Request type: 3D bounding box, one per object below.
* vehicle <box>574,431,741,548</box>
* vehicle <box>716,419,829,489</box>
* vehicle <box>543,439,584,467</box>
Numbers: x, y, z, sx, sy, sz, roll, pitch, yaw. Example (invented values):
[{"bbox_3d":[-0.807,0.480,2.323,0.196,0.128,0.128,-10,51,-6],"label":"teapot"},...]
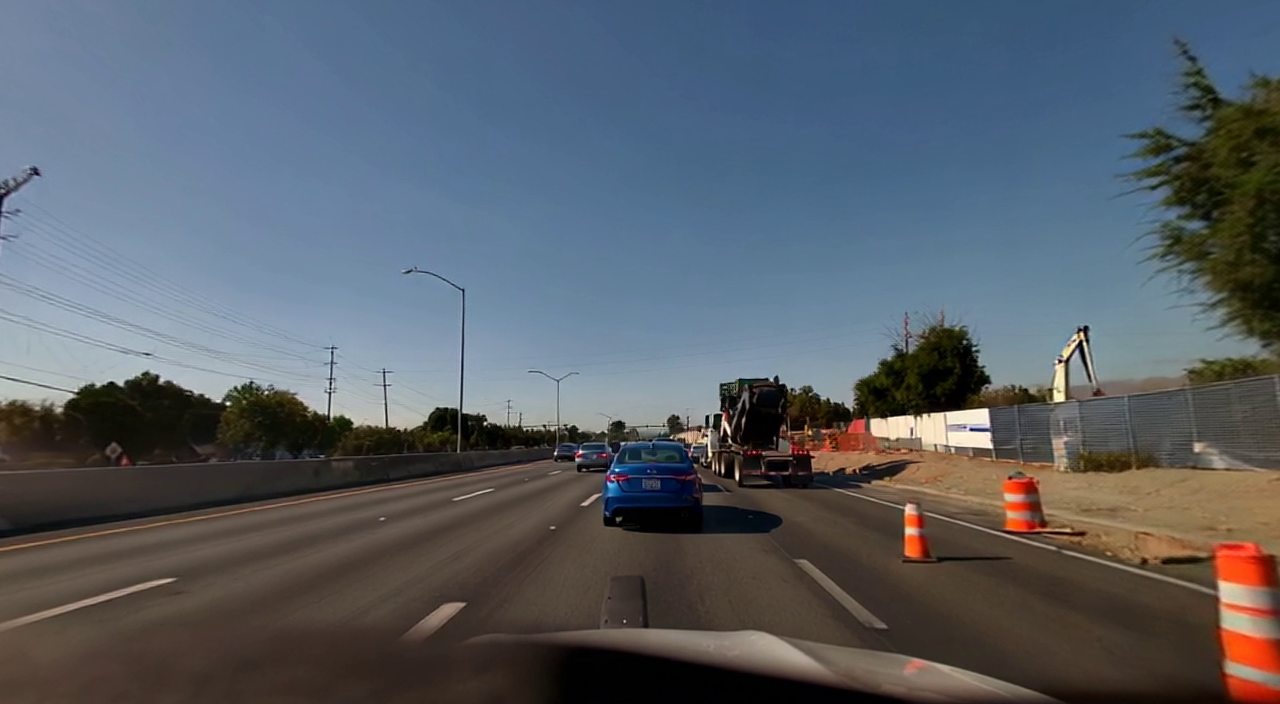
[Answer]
[{"bbox_3d":[0.232,2.077,10.222,2.128,1.473,4.272,0,-8,0],"label":"vehicle"},{"bbox_3d":[4.225,3.429,21.425,2.555,2.017,6.201,0,-8,1],"label":"vehicle"},{"bbox_3d":[-4.993,6.641,41.763,1.963,1.721,4.467,-1,-8,3],"label":"vehicle"}]
